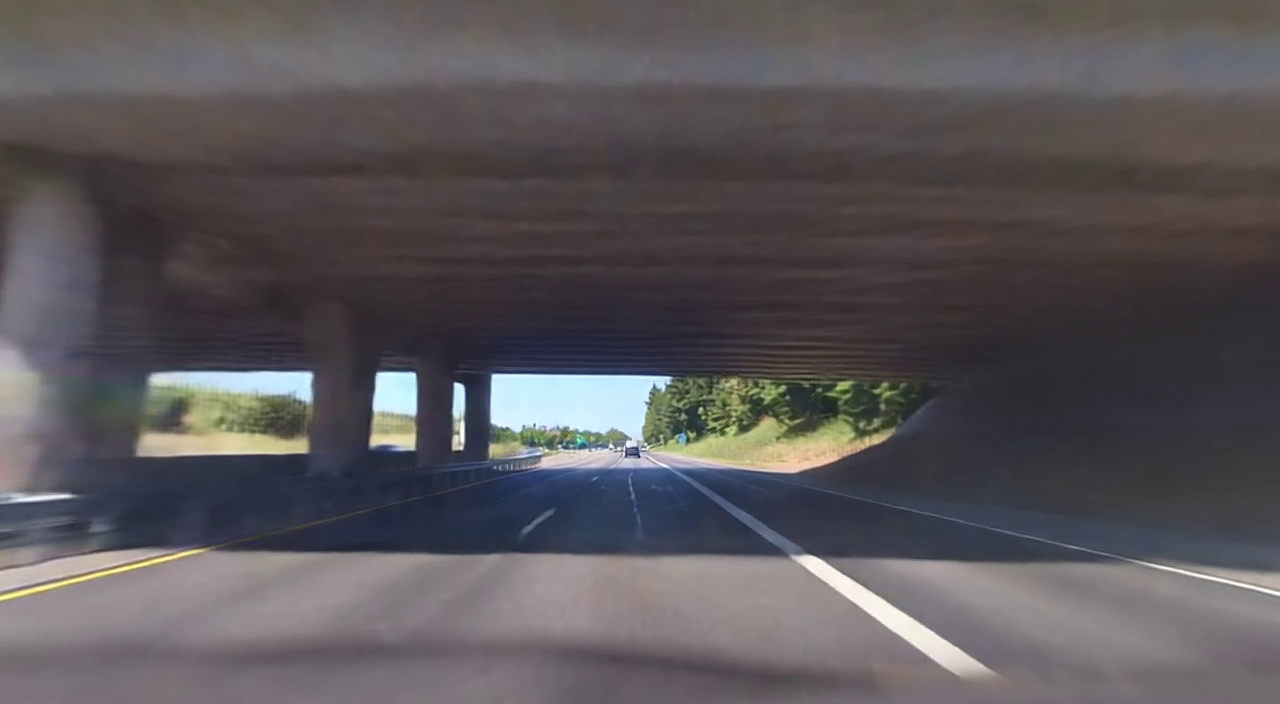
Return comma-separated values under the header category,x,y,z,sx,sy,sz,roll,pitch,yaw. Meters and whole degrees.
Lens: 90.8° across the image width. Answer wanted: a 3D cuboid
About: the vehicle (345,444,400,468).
category,x,y,z,sx,sy,sz,roll,pitch,yaw
vehicle,-16.825,6.568,39.851,1.747,1.441,3.901,0,-9,0
